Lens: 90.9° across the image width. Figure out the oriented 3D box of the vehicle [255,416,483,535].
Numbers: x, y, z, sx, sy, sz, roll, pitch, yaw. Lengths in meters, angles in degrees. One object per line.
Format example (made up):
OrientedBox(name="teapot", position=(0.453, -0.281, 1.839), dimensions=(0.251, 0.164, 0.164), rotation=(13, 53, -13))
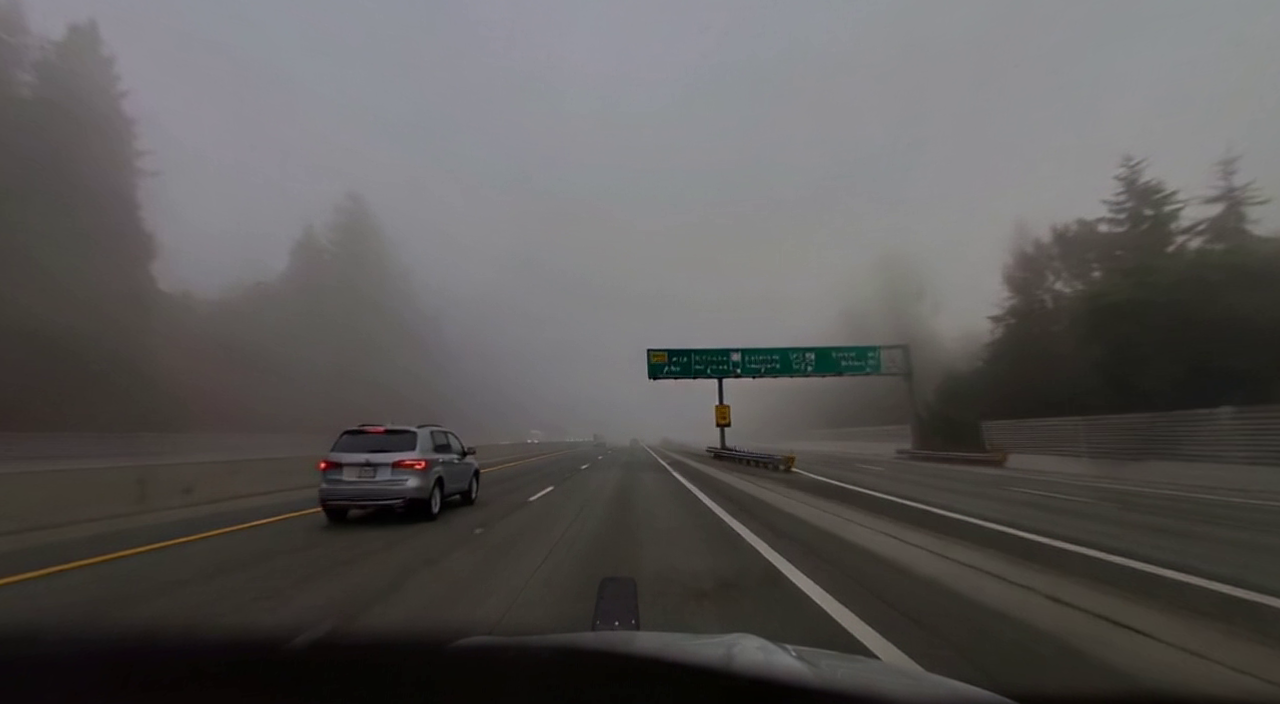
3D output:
OrientedBox(name="vehicle", position=(-4.305, 1.998, 10.944), dimensions=(2.129, 1.641, 4.263), rotation=(0, -8, -1))
